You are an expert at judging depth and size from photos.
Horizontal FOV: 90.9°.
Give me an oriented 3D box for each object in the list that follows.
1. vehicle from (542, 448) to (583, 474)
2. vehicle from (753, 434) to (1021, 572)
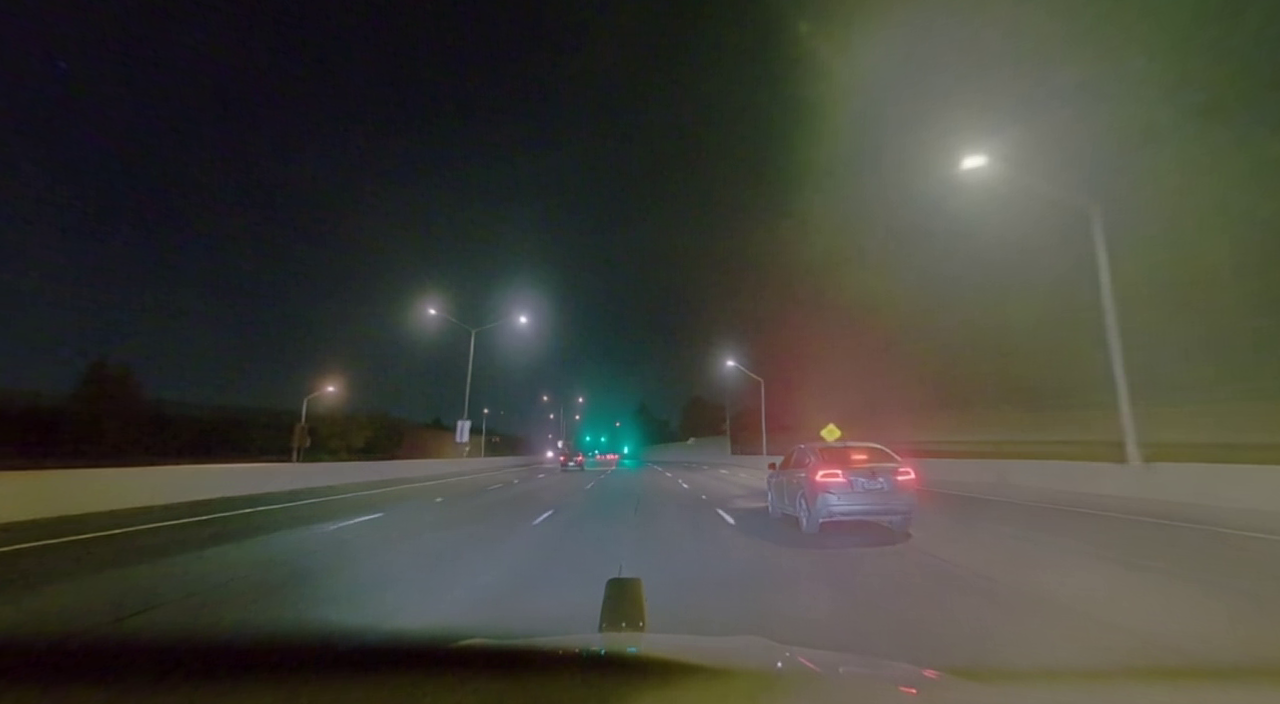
[{"bbox_3d":[-4.689,6.663,38.696,2.014,1.481,4.156,0,-8,-1],"label":"vehicle"},{"bbox_3d":[3.152,2.018,9.372,2.030,1.490,4.737,0,-8,0],"label":"vehicle"}]
